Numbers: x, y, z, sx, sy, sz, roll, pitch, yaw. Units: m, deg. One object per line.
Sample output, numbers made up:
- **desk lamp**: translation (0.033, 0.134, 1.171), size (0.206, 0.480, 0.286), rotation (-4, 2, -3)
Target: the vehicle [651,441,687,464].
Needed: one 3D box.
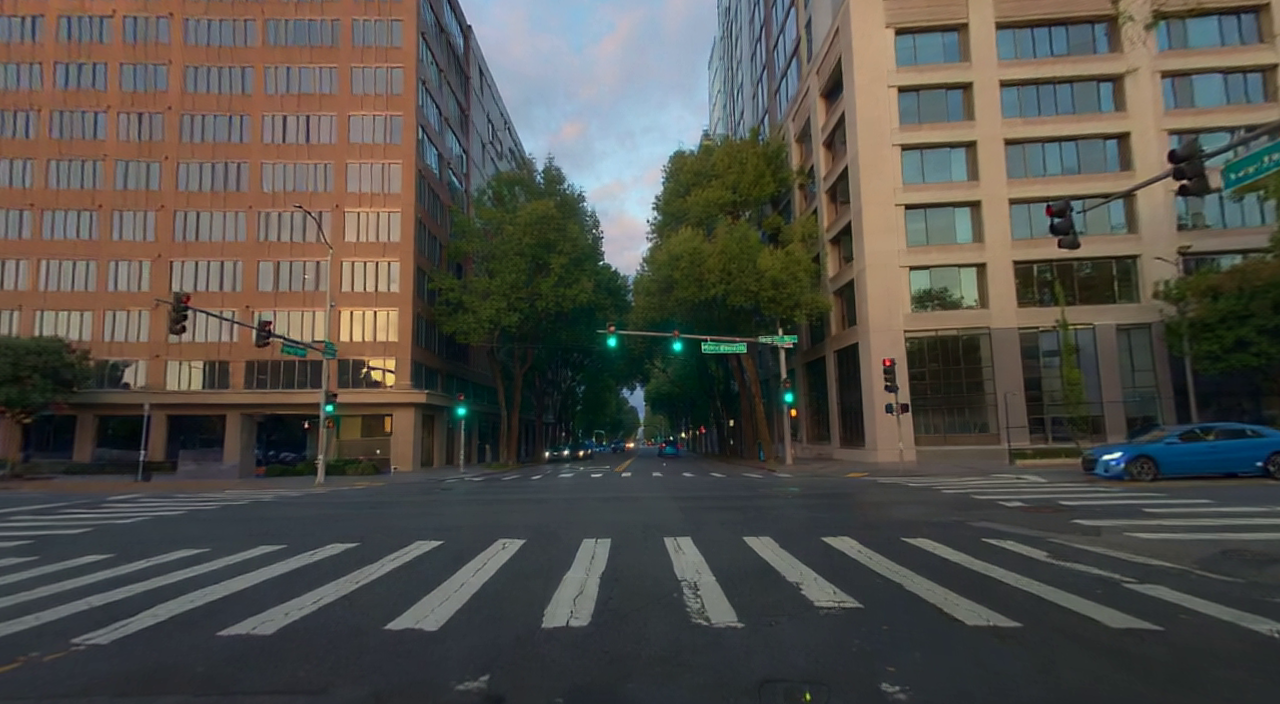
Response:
- **vehicle**: translation (1.974, 6.996, 43.946), size (2.039, 1.470, 4.355), rotation (0, -8, -3)

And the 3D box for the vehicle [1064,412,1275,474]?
- **vehicle**: translation (16.926, 2.939, 20.400), size (4.802, 1.860, 2.146), rotation (0, -8, 0)
